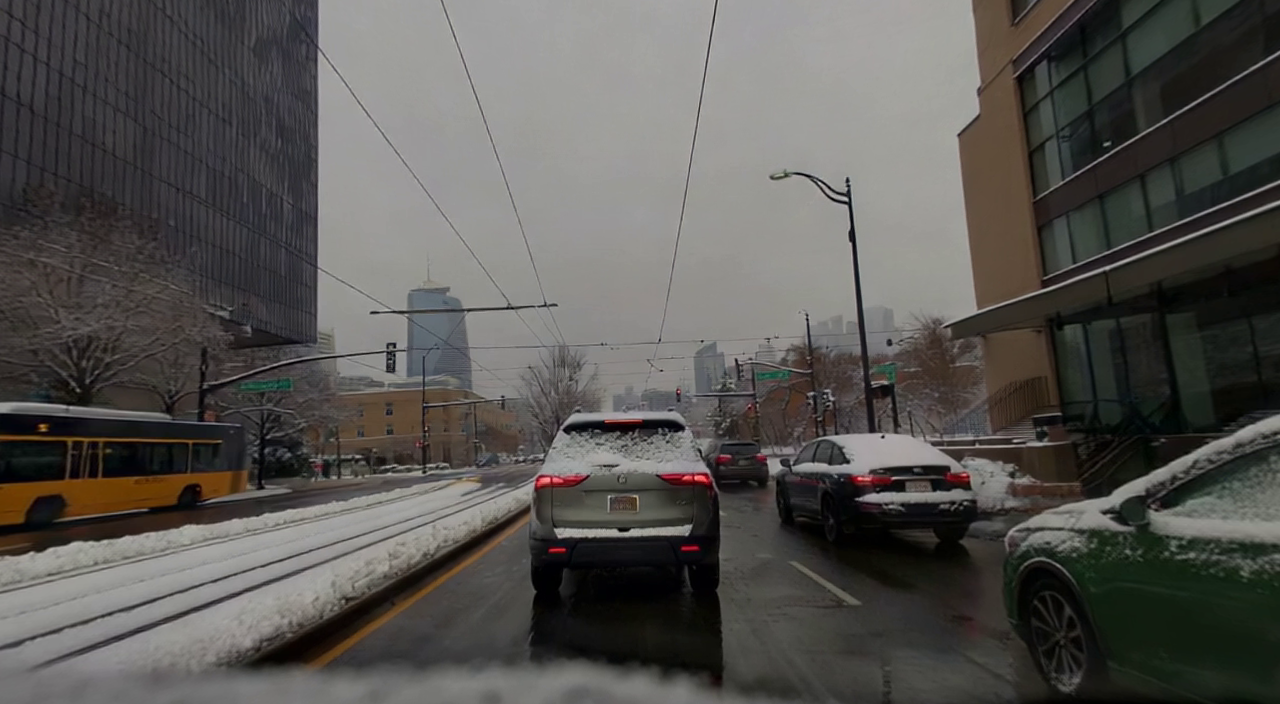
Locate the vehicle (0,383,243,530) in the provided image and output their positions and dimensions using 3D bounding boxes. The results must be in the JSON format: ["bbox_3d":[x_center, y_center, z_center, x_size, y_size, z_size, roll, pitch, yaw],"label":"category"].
[{"bbox_3d":[-19.729,4.077,23.086,3.393,4.045,11.306,-6,-11,-1],"label":"vehicle"}]

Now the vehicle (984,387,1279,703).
[{"bbox_3d":[3.138,0.794,1.638,1.993,1.480,4.324,0,-8,-1],"label":"vehicle"}]

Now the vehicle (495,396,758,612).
[{"bbox_3d":[-0.190,1.573,7.465,2.178,1.779,4.255,0,-8,-2],"label":"vehicle"}]

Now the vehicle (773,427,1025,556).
[{"bbox_3d":[3.667,2.044,10.006,2.128,1.582,4.188,0,-8,-1],"label":"vehicle"}]
